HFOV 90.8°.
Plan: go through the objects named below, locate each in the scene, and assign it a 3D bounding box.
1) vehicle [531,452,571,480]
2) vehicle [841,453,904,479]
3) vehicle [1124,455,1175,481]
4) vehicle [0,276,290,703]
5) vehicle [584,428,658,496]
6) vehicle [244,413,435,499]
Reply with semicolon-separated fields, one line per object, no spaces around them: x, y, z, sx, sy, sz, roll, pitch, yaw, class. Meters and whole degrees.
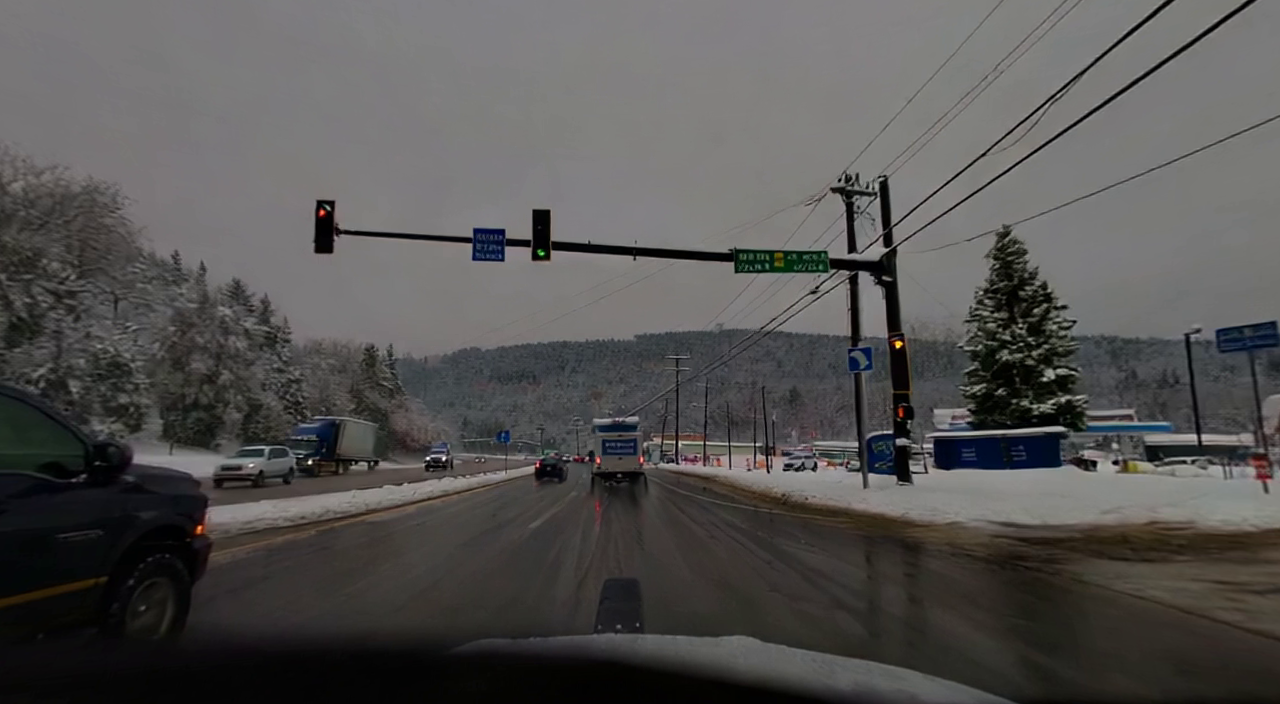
-5.196;6.726;37.460;1.972;1.496;4.150;0;-9;-3;vehicle
18.239;8.871;49.404;5.424;1.844;2.255;7;-11;-41;vehicle
34.068;7.687;42.205;3.770;1.581;1.764;7;-11;-39;vehicle
-3.760;0.579;1.653;2.345;2.012;5.693;0;-8;1;vehicle
-0.782;4.116;24.082;2.486;2.280;5.291;0;-9;-3;vehicle
-10.565;4.116;23.517;3.491;2.435;7.610;3;-14;-2;vehicle
